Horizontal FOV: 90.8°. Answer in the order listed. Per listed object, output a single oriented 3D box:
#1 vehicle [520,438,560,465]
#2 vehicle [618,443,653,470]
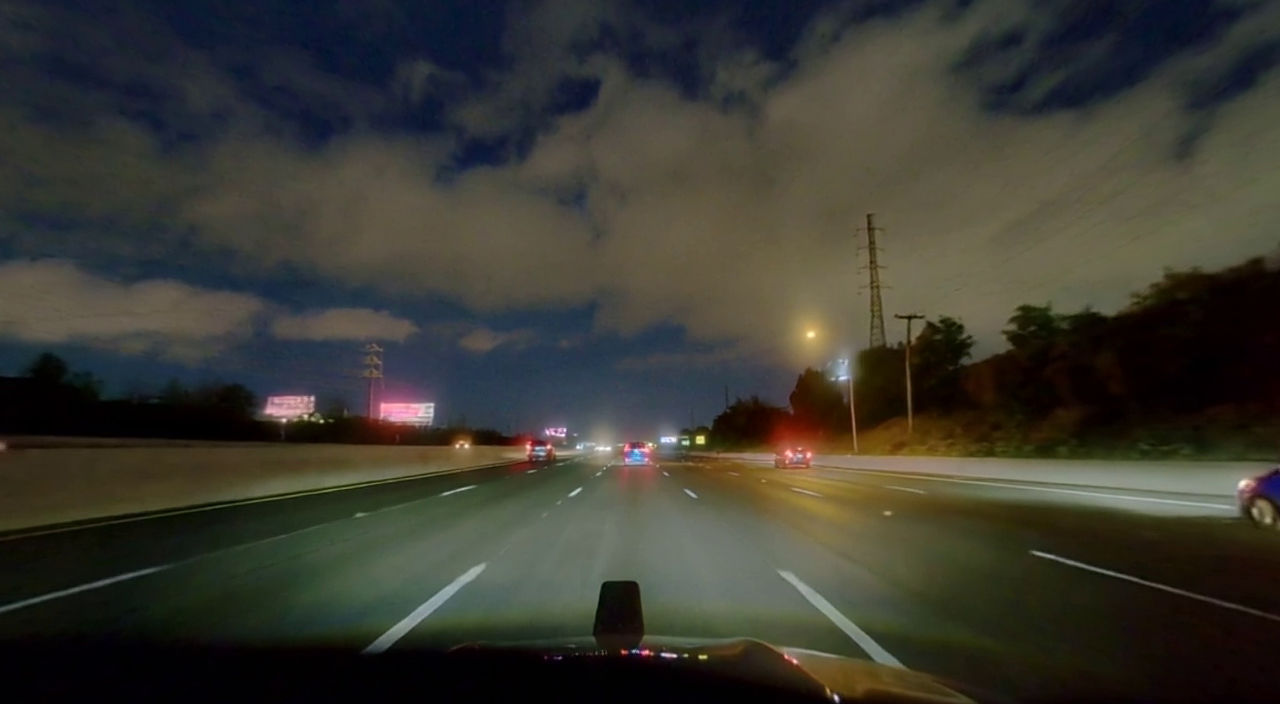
[{"bbox_3d":[-7.445,7.465,47.431,2.177,1.929,4.706,0,-8,1],"label":"vehicle"},{"bbox_3d":[-0.289,6.474,39.227,2.074,1.574,3.971,0,-8,-1],"label":"vehicle"}]
